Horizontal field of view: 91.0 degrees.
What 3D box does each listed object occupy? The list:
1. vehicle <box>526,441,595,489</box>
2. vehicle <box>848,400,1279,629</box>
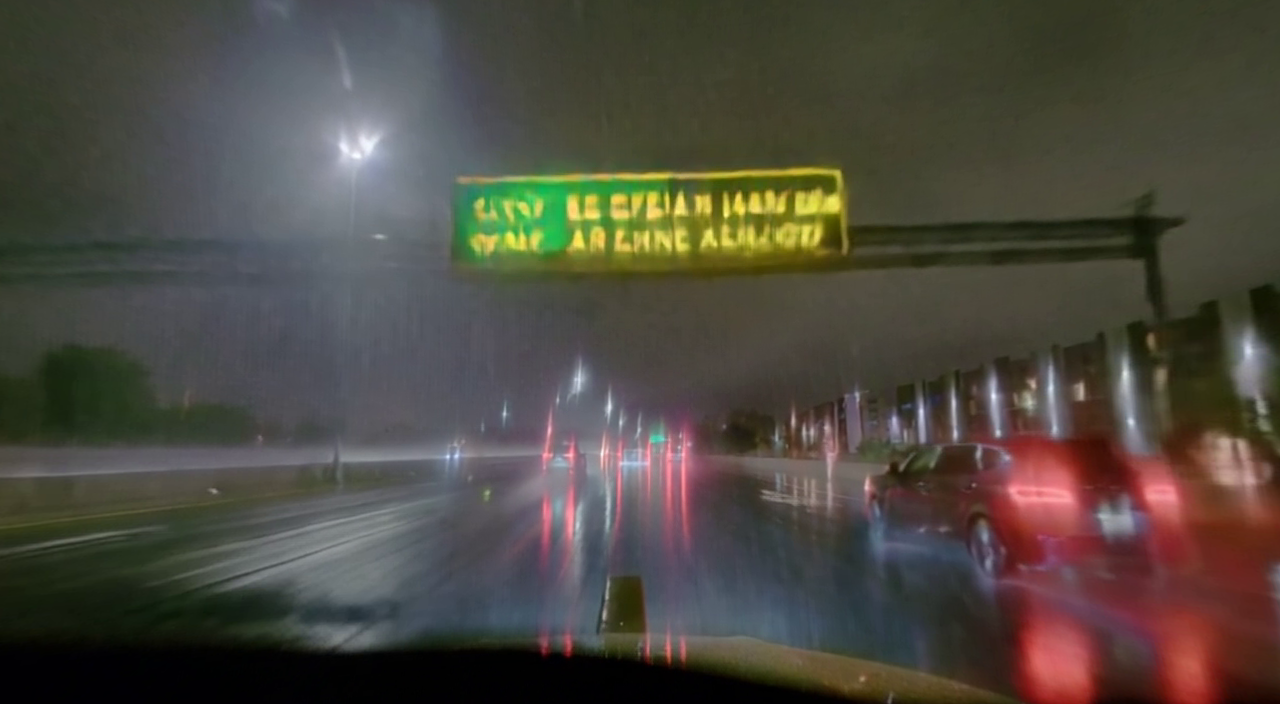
[{"bbox_3d":[-3.095,4.533,25.558,2.075,1.721,4.763,0,-9,1],"label":"vehicle"},{"bbox_3d":[4.282,1.596,7.211,2.170,1.733,4.631,0,-9,0],"label":"vehicle"}]
